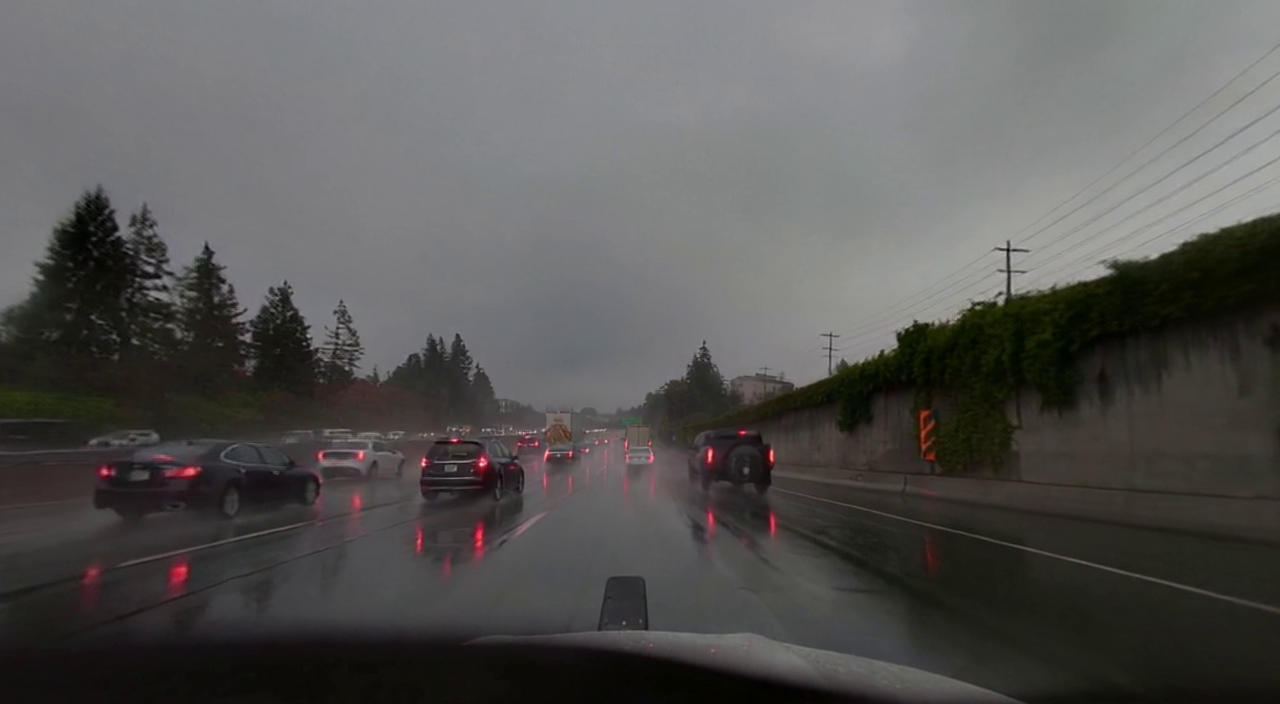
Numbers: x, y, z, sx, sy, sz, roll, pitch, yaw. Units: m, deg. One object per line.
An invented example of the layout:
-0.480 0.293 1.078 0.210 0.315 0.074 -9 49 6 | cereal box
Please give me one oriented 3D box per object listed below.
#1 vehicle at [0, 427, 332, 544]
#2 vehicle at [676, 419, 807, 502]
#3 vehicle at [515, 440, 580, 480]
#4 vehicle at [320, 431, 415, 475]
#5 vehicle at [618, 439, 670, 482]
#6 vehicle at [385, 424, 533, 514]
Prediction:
-7.442 2.112 10.755 1.985 1.529 4.710 0 -8 0 | vehicle
2.816 3.253 19.398 2.793 2.132 5.682 0 -8 -3 | vehicle
-3.866 4.584 27.148 2.049 1.530 4.707 0 -8 1 | vehicle
-11.207 4.194 26.330 1.897 1.655 4.543 0 -8 1 | vehicle
0.162 4.620 27.193 2.092 1.671 3.889 0 -8 0 | vehicle
-3.872 2.589 14.461 2.026 1.719 4.490 0 -8 0 | vehicle
